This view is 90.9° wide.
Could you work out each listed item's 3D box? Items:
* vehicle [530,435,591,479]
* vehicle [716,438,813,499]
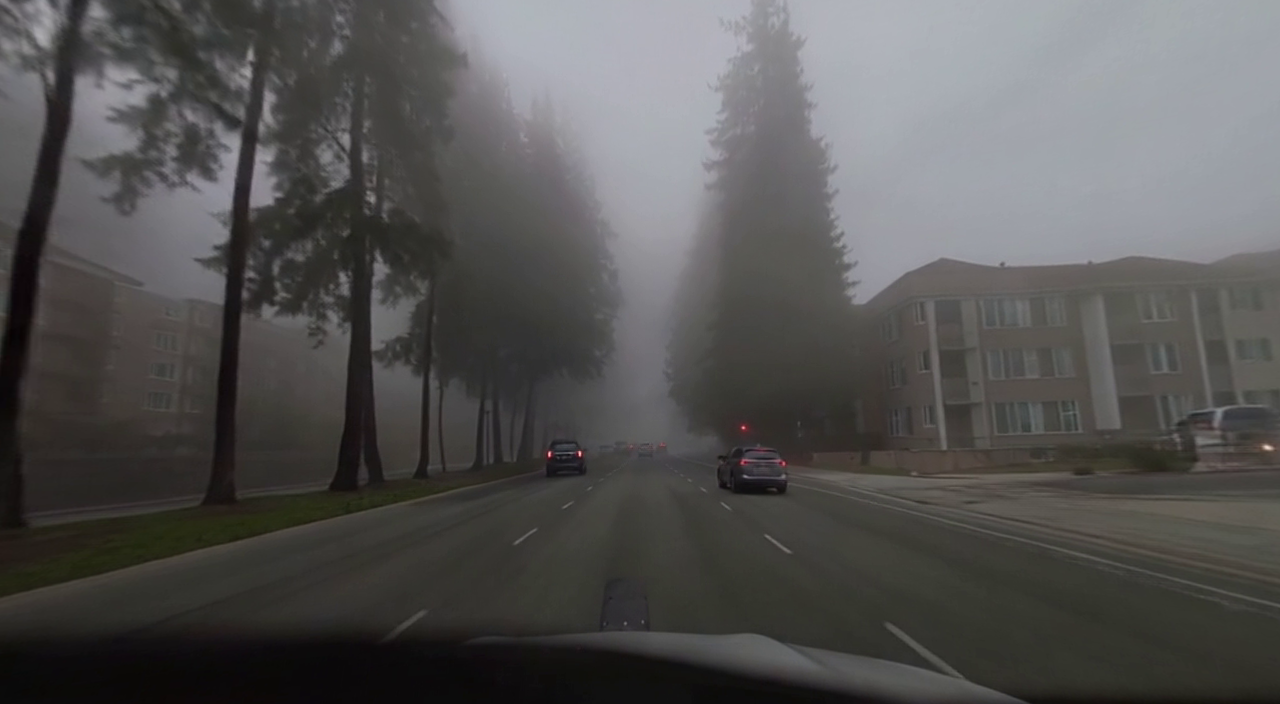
[{"bbox_3d":[-3.563,4.812,29.093,2.216,1.828,4.886,0,-8,-1],"label":"vehicle"},{"bbox_3d":[3.449,3.309,18.325,1.945,1.530,4.320,0,-8,0],"label":"vehicle"}]
